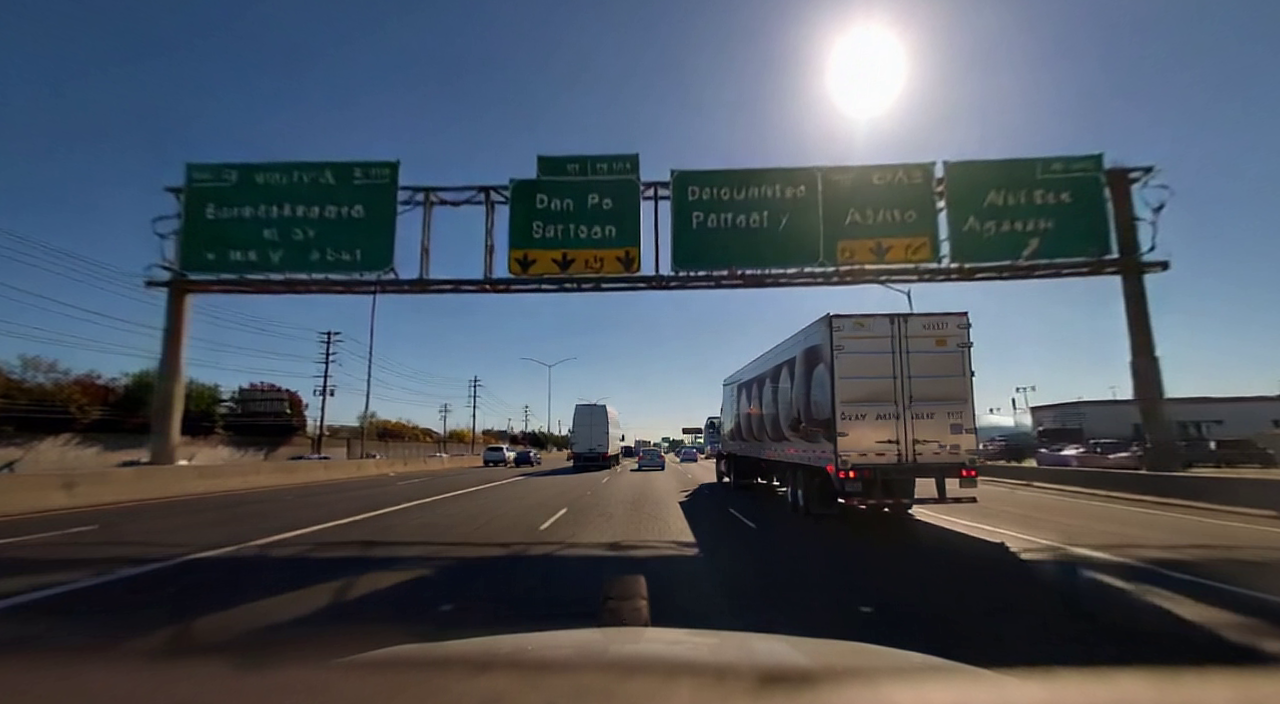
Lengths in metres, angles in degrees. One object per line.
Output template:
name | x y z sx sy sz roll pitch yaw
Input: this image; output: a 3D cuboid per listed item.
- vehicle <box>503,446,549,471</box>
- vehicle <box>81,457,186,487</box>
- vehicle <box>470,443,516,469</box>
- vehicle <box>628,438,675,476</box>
vehicle | -6.980 6.541 39.017 1.945 1.482 4.109 0 -8 1
vehicle | -29.999 7.112 37.634 1.907 1.547 5.225 0 -8 1
vehicle | -10.101 7.165 43.650 1.997 1.692 4.294 0 -8 1
vehicle | 0.599 5.482 33.243 2.279 1.837 4.747 0 -8 1
